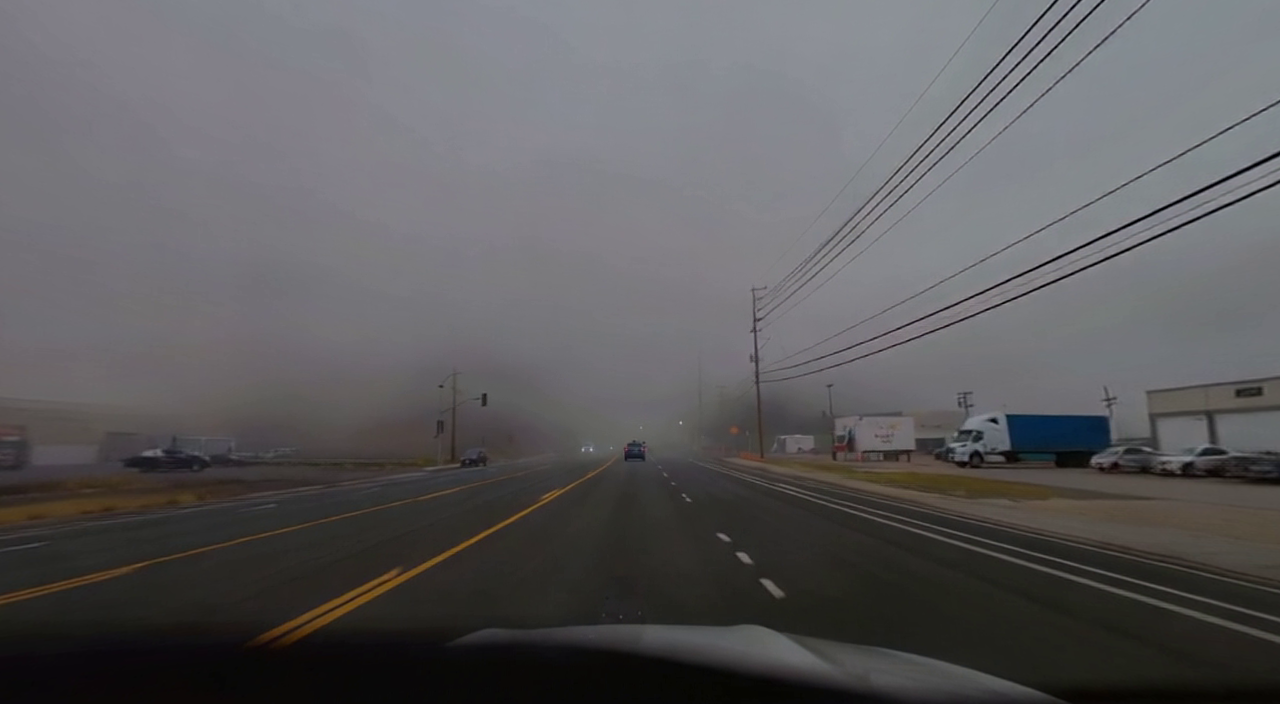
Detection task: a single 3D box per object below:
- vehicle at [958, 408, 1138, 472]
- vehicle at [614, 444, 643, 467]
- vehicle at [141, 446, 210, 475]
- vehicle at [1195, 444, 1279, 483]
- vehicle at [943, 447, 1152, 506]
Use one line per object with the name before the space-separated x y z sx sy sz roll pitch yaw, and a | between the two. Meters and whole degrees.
vehicle | 24.644 5.389 38.495 8.701 3.665 2.906 -1 -9 1
vehicle | -0.802 7.395 45.220 1.937 1.588 3.746 0 -9 0
vehicle | -31.603 7.346 42.918 4.992 1.876 2.169 -6 -11 35
vehicle | 25.554 4.583 26.029 3.575 1.521 1.803 -1 -9 1
vehicle | 11.760 3.594 18.488 4.758 1.496 1.871 -2 -9 -1
